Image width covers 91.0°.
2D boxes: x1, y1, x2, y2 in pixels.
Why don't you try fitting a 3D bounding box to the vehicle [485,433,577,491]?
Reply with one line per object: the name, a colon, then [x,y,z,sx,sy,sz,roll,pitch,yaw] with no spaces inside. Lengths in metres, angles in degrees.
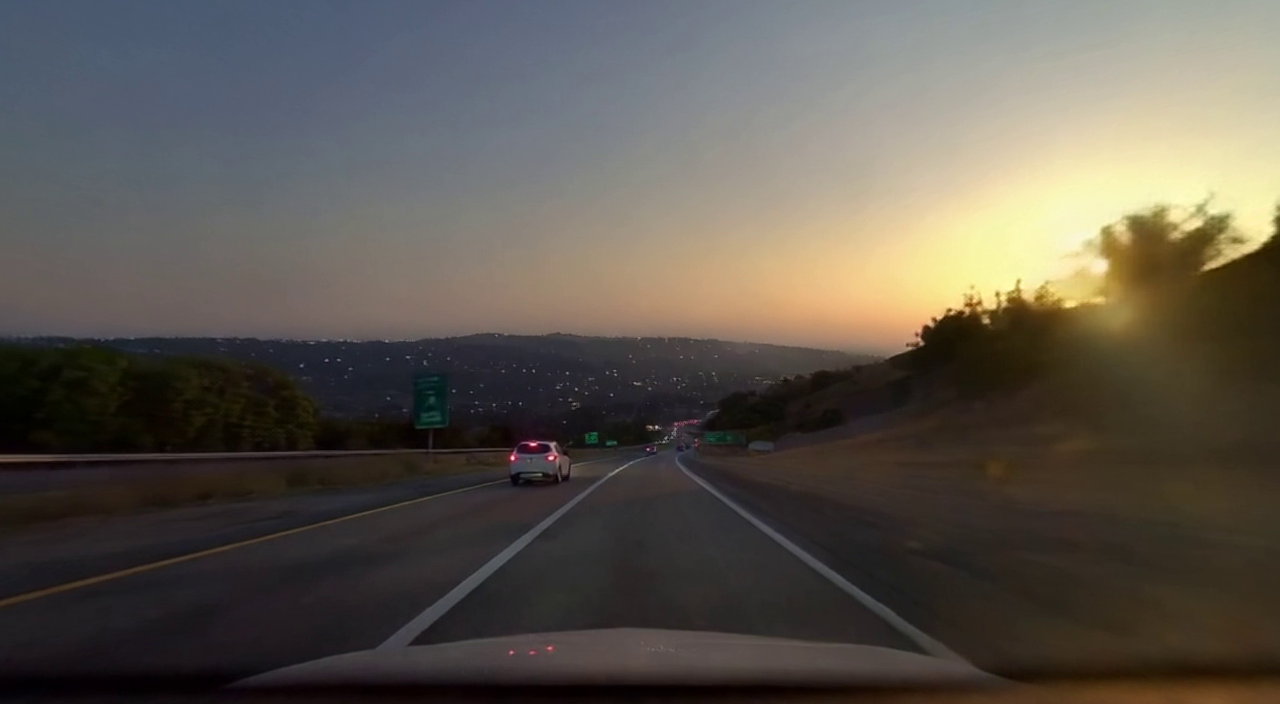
vehicle: [-3.601,3.776,21.887,2.193,1.771,4.757,-1,-9,2]
